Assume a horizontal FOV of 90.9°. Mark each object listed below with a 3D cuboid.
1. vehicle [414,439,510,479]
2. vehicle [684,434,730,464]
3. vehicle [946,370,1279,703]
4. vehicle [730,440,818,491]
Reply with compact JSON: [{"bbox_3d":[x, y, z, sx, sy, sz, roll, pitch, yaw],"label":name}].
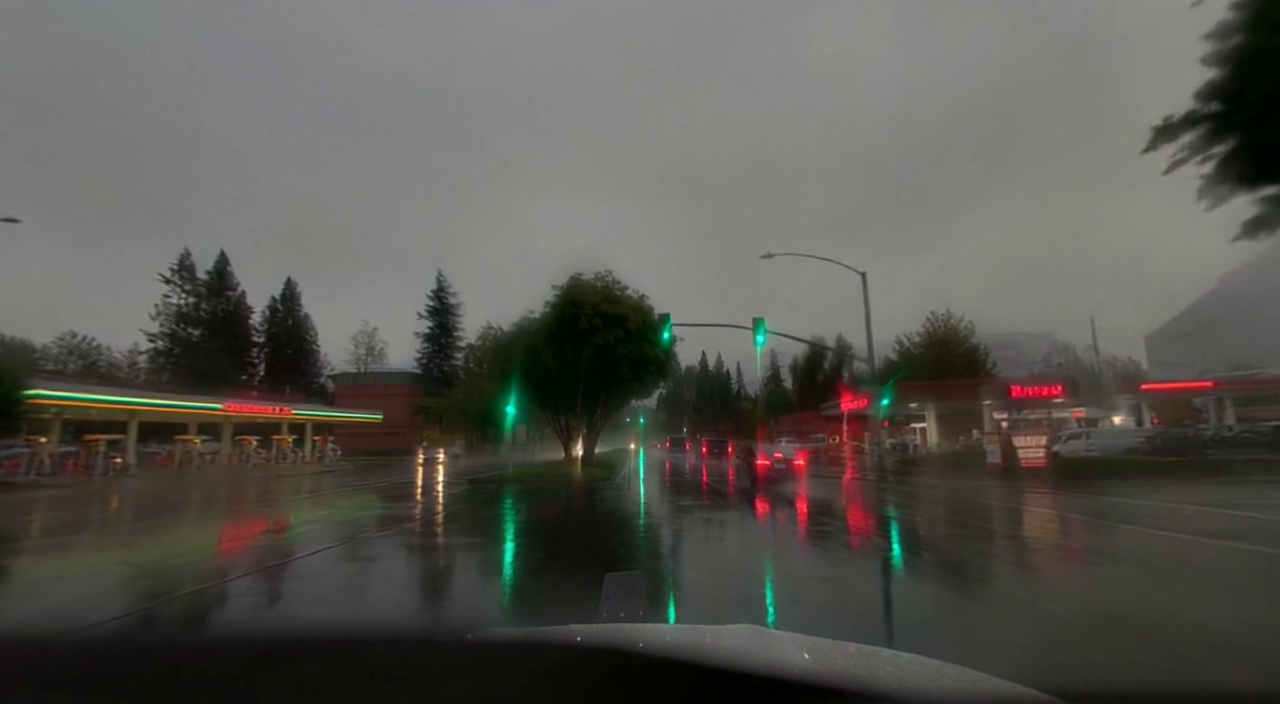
[{"bbox_3d":[-7.893,4.772,28.565,2.842,1.476,4.980,-2,-7,1],"label":"vehicle"},{"bbox_3d":[4.604,6.764,44.081,2.611,1.983,5.165,0,-9,0],"label":"vehicle"},{"bbox_3d":[3.827,1.024,3.472,1.875,1.665,4.931,0,-9,1],"label":"vehicle"},{"bbox_3d":[4.091,3.528,19.972,1.871,1.442,4.122,0,-9,0],"label":"vehicle"}]
